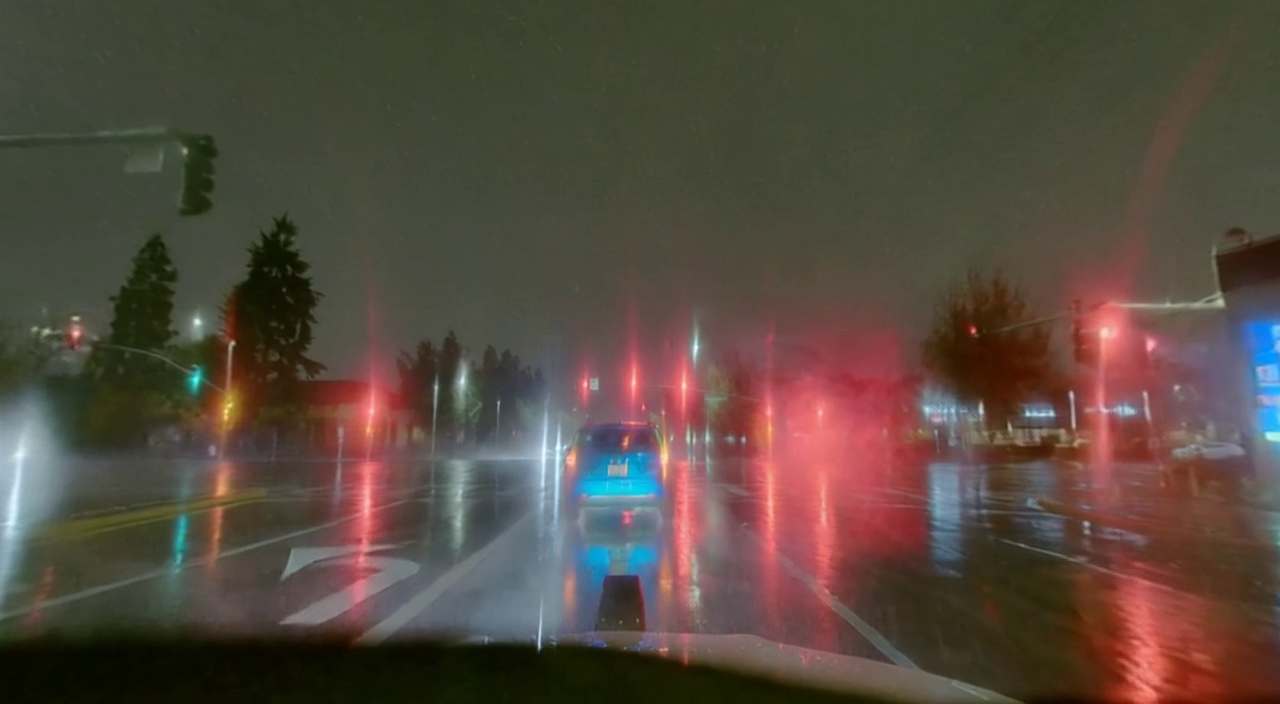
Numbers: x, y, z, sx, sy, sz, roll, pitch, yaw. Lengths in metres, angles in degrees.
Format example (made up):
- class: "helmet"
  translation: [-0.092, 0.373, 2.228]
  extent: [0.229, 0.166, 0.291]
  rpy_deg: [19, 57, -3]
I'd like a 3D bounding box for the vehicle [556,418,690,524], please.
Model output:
- class: "vehicle"
  translation: [-0.304, 2.132, 11.821]
  extent: [2.066, 1.618, 3.922]
  rpy_deg: [0, -8, -1]
